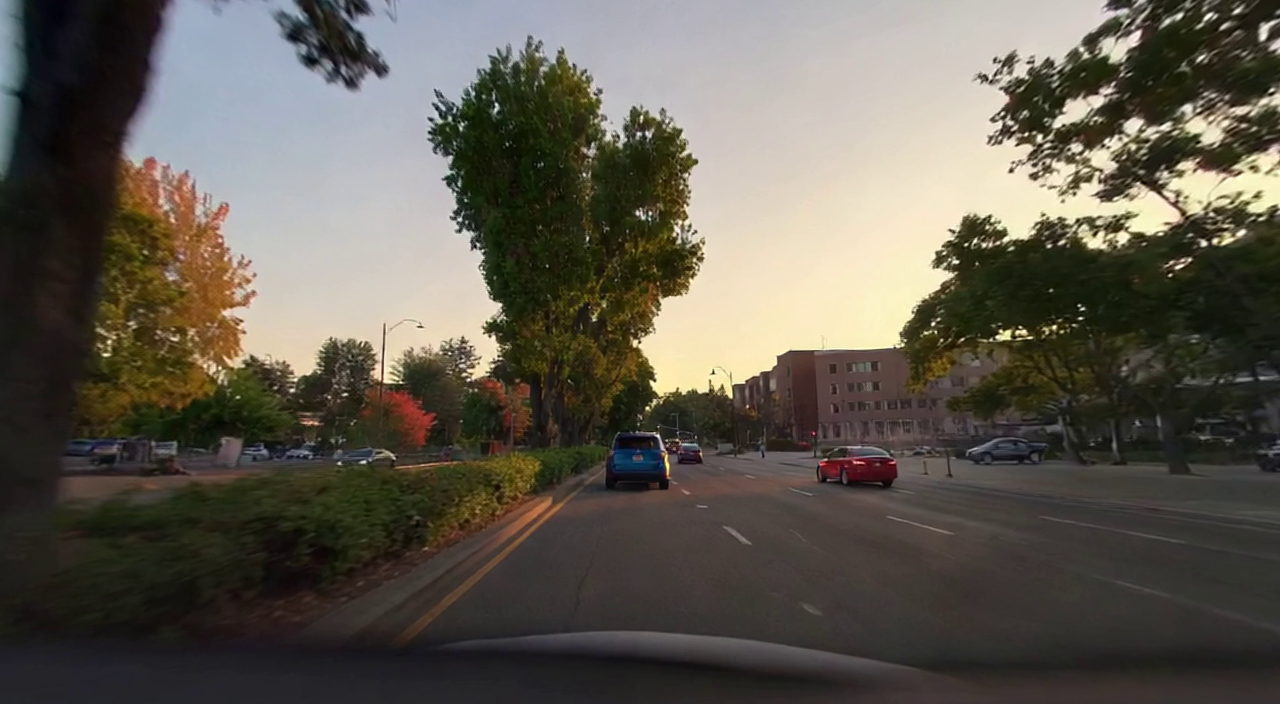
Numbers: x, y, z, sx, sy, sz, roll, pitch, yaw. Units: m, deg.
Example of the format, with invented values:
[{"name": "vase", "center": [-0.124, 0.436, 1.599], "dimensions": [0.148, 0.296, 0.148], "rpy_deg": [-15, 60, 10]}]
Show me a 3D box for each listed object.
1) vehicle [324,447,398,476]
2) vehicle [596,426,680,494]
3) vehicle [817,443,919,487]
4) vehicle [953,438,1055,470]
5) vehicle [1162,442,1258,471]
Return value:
[{"name": "vehicle", "center": [-15.372, 6.064, 35.156], "dimensions": [1.985, 1.486, 4.691], "rpy_deg": [0, -9, 0]}, {"name": "vehicle", "center": [-0.079, 3.250, 19.259], "dimensions": [2.277, 1.816, 4.192], "rpy_deg": [0, -9, -1]}, {"name": "vehicle", "center": [8.325, 4.163, 23.586], "dimensions": [2.002, 1.456, 4.631], "rpy_deg": [0, -9, -1]}, {"name": "vehicle", "center": [19.501, 5.470, 33.962], "dimensions": [4.333, 1.521, 1.824], "rpy_deg": [-2, -7, 0]}, {"name": "vehicle", "center": [34.680, 6.355, 38.617], "dimensions": [1.842, 1.607, 4.605], "rpy_deg": [0, -9, 5]}]
